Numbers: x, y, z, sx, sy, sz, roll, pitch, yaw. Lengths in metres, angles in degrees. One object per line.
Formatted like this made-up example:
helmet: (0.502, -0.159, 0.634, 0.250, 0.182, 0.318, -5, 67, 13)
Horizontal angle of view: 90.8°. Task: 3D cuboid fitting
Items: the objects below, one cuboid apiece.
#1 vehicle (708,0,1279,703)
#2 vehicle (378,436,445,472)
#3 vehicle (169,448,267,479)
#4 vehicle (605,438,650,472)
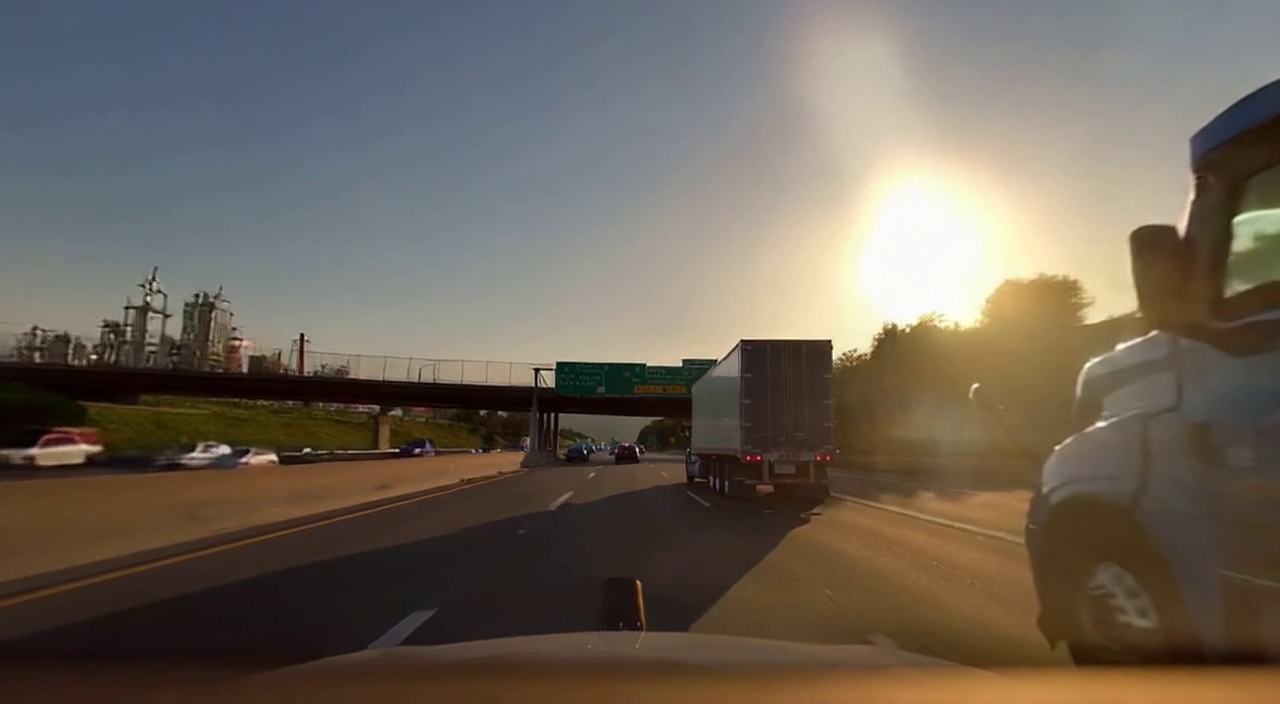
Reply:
vehicle: (3.355, 0.395, 7.998, 2.996, 4.123, 15.965, 0, -9, -1)
vehicle: (-14.545, 6.526, 40.594, 2.213, 2.161, 5.648, 0, -9, -1)
vehicle: (-21.798, 5.774, 32.899, 2.109, 1.470, 4.501, 0, -9, -2)
vehicle: (-0.669, 5.453, 33.517, 2.191, 1.685, 4.015, 0, -9, -1)
